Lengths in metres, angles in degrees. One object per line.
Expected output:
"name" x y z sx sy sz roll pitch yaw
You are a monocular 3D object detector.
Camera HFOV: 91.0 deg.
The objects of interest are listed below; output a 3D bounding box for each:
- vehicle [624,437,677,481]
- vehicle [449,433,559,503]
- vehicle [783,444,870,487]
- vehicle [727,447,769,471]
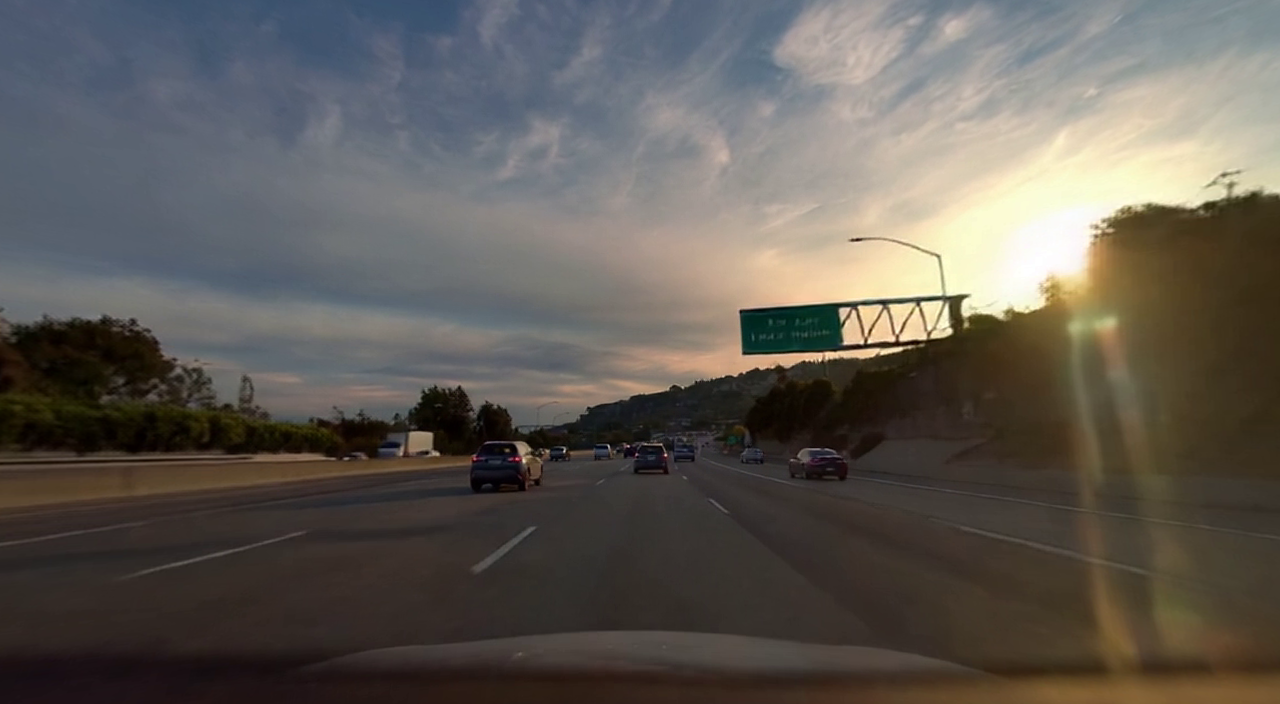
"vehicle" 0.494 4.987 29.594 2.270 1.862 4.949 0 -9 1
"vehicle" -3.774 3.311 18.345 2.142 1.759 4.297 0 -9 2
"vehicle" 6.977 4.280 24.058 1.936 1.480 4.373 0 -9 0
"vehicle" 7.044 7.032 41.529 2.005 1.456 4.287 0 -9 0
